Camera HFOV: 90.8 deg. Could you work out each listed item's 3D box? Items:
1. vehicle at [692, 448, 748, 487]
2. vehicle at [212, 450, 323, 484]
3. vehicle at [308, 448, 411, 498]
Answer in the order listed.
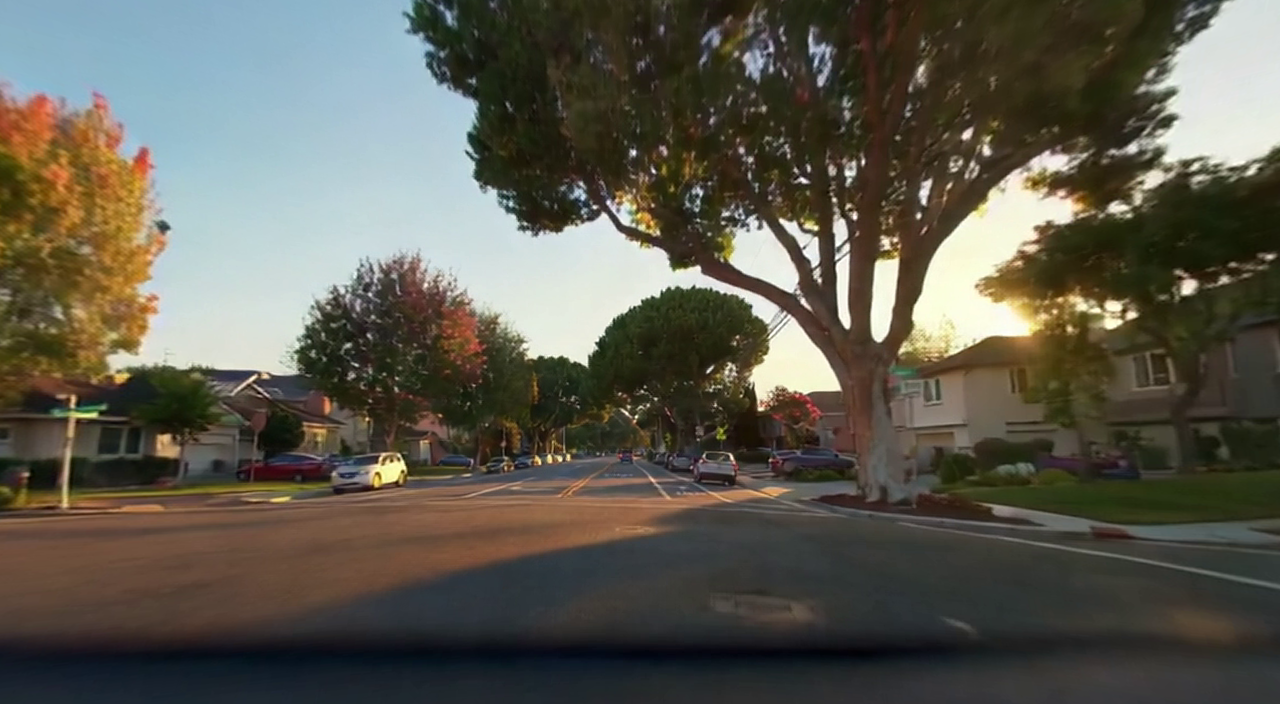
[{"bbox_3d":[3.824,5.631,30.988,2.027,1.751,4.433,0,-9,-2],"label":"vehicle"},{"bbox_3d":[-19.414,6.010,33.101,4.450,1.677,2.027,0,-9,-3],"label":"vehicle"},{"bbox_3d":[-12.152,5.248,27.880,2.199,1.988,5.454,0,-9,-2],"label":"vehicle"}]
